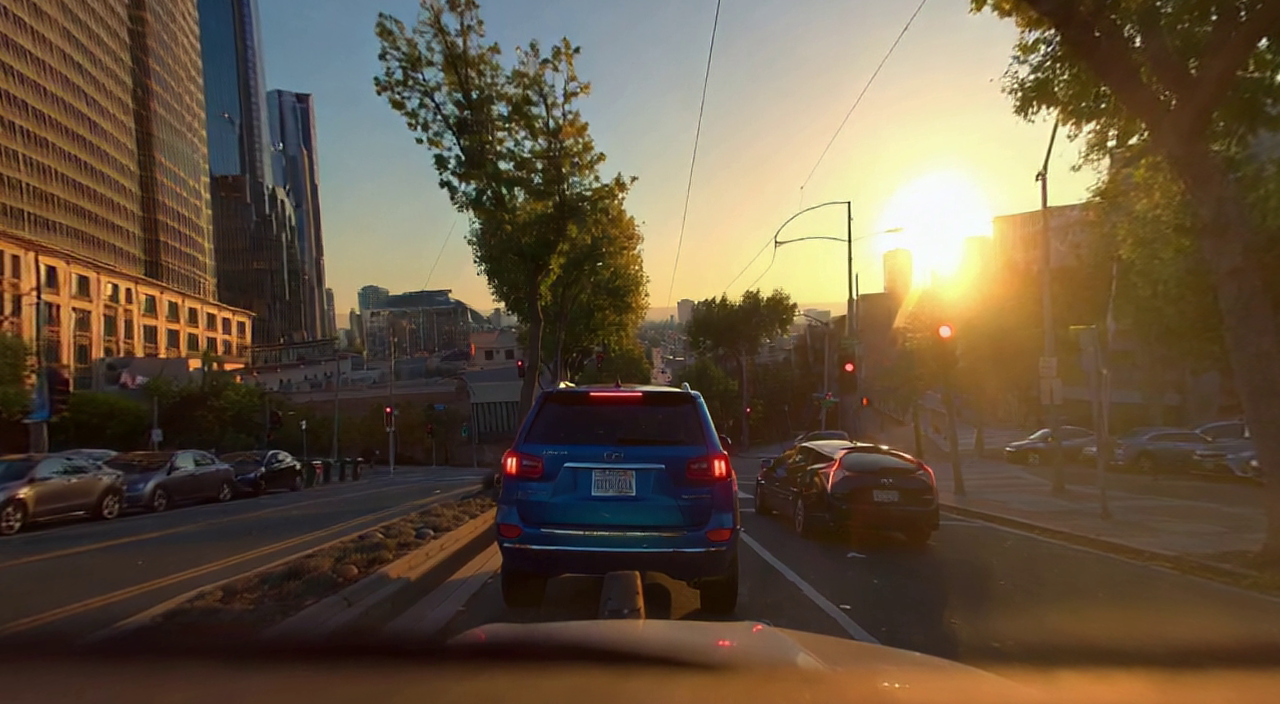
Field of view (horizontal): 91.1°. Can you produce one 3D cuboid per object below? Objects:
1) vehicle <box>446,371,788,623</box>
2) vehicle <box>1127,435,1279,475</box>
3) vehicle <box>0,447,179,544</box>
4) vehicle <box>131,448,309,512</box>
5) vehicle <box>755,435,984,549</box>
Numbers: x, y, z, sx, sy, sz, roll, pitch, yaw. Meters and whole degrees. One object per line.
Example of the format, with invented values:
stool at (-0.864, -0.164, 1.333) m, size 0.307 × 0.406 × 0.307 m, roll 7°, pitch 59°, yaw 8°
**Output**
vehicle at (-0.158, 1.357, 6.759) m, size 2.453 × 1.816 × 4.300 m, roll 0°, pitch -8°, yaw 0°
vehicle at (22.173, 4.048, 24.953) m, size 4.055 × 1.469 × 1.848 m, roll -4°, pitch -9°, yaw 26°
vehicle at (-12.538, 2.918, 13.450) m, size 1.891 × 1.723 × 4.360 m, roll 0°, pitch -8°, yaw 1°
vehicle at (-12.459, 3.779, 19.123) m, size 2.207 × 1.648 × 4.675 m, roll 0°, pitch -8°, yaw -1°
vehicle at (3.294, 2.082, 10.074) m, size 2.056 × 1.422 × 4.130 m, roll 0°, pitch -8°, yaw -1°
